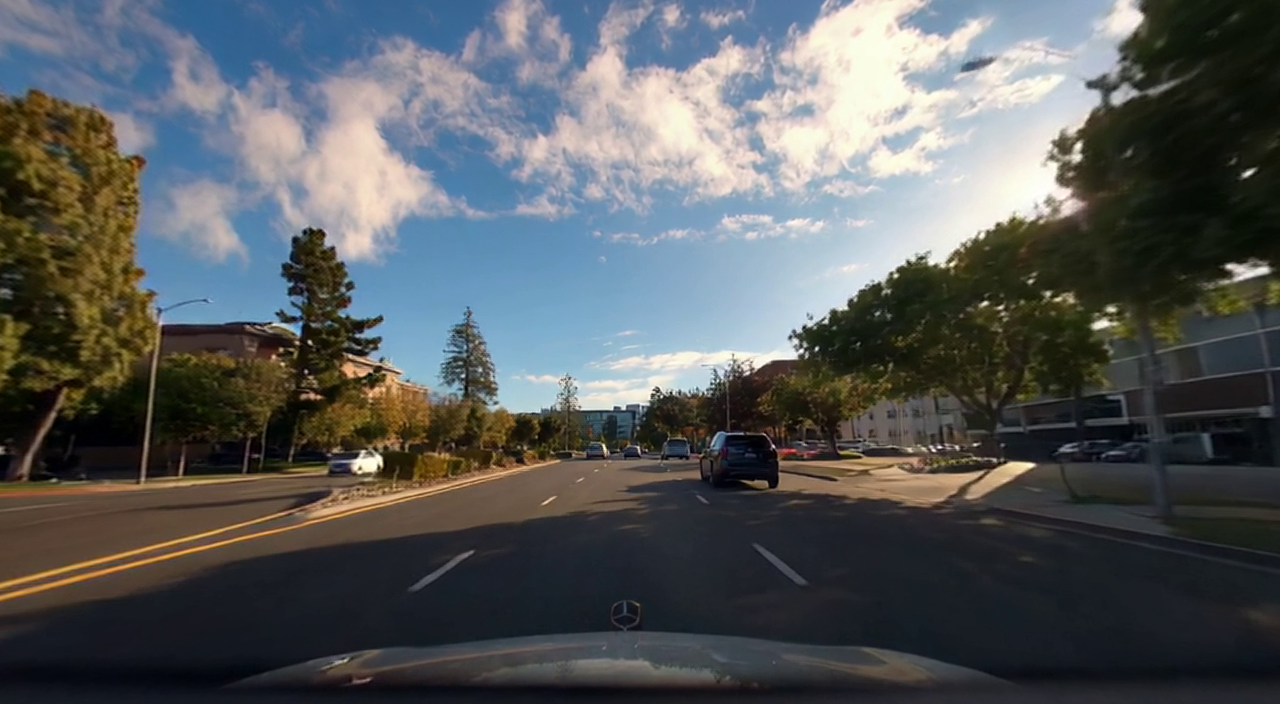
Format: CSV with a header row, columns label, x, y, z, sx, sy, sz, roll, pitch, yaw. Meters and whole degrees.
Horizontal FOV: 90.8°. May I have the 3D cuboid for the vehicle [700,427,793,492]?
label,x,y,z,sx,sy,sz,roll,pitch,yaw
vehicle,3.210,3.363,20.017,2.060,1.816,4.343,0,-8,-2

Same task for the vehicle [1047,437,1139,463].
label,x,y,z,sx,sy,sz,roll,pitch,yaw
vehicle,30.316,6.567,42.379,4.607,1.683,2.217,1,-8,-8

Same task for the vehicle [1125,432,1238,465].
label,x,y,z,sx,sy,sz,roll,pitch,yaw
vehicle,31.165,5.519,36.421,5.111,1.834,2.093,1,-8,-11

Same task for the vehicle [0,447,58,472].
label,x,y,z,sx,sy,sz,roll,pitch,yaw
vehicle,-45.981,7.741,45.683,5.412,1.708,2.213,0,-8,-1

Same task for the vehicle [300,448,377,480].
label,x,y,z,sx,sy,sz,roll,pitch,yaw
vehicle,-16.392,6.092,34.661,1.988,1.619,4.561,0,-8,0
